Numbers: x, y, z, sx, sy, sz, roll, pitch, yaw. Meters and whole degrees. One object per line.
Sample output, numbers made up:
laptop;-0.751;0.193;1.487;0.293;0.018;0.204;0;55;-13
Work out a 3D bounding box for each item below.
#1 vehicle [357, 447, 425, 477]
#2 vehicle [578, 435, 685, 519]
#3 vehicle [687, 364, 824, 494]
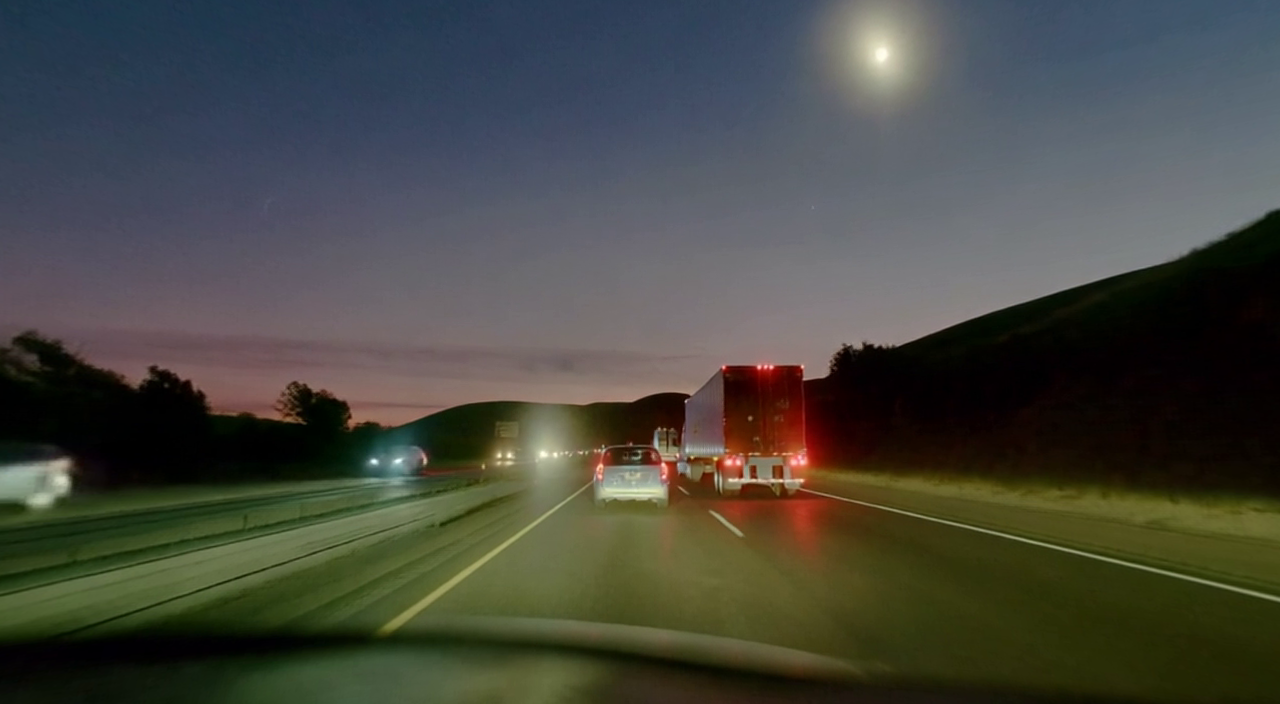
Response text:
vehicle;-12.789;5.672;32.739;1.832;1.430;4.440;0;-9;-2
vehicle;-0.195;2.781;14.464;2.109;1.639;3.768;0;-9;-1
vehicle;4.077;3.467;26.592;2.812;4.024;14.098;0;-9;-1
